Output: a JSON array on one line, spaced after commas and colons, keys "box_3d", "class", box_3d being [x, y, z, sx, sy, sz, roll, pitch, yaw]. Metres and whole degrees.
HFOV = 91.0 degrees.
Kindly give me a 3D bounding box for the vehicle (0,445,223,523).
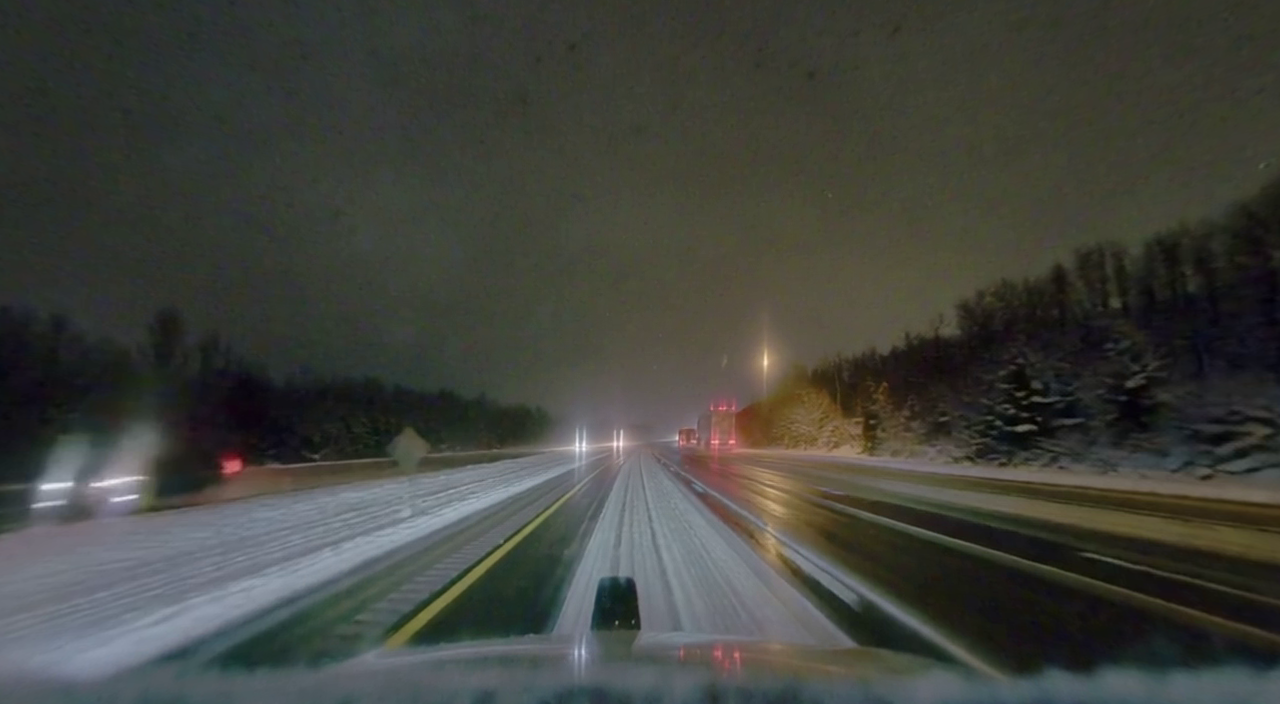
[{"box_3d": [-11.723, 2.855, 14.213, 1.939, 1.470, 3.994, 0, -8, -1], "class": "vehicle"}]
